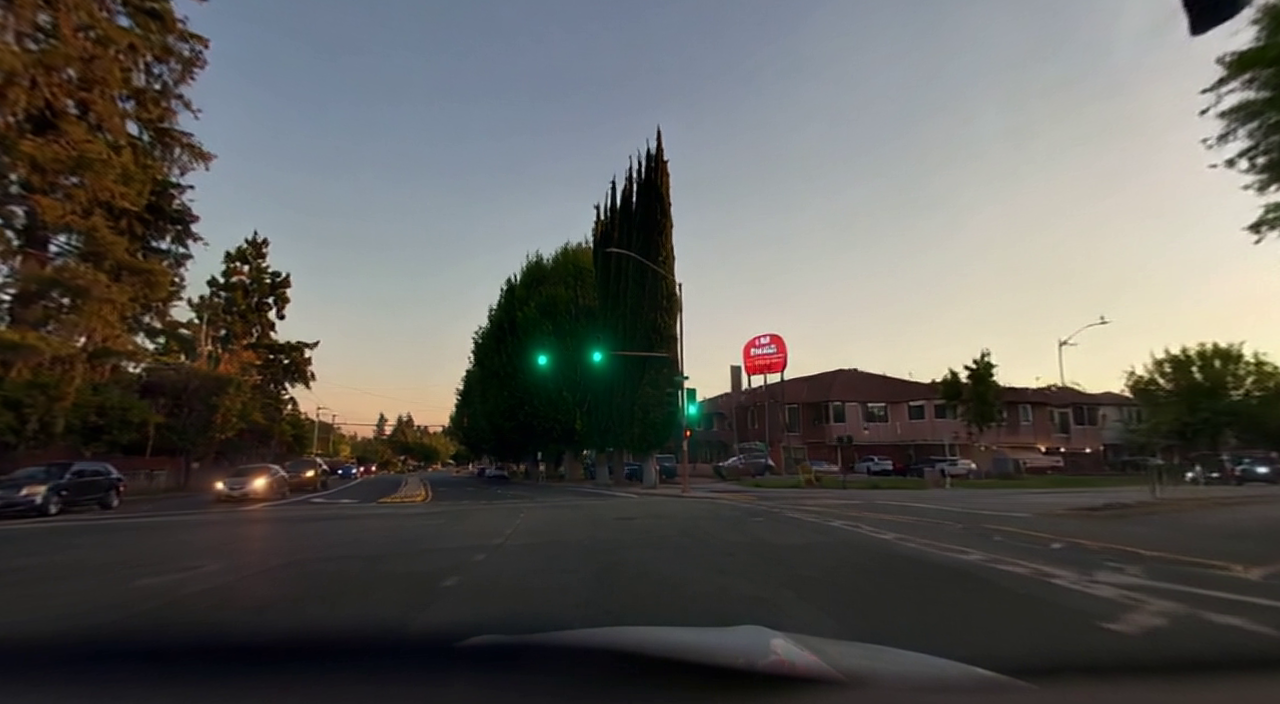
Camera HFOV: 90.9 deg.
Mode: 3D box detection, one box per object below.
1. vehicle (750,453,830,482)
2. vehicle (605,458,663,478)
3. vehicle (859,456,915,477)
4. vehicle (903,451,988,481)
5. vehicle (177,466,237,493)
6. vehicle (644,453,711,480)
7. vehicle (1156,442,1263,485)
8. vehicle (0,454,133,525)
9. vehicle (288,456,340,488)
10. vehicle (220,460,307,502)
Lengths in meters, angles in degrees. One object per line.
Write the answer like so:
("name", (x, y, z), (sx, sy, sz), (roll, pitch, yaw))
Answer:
("vehicle", (9.303, 7.123, 39.082), (4.375, 1.685, 2.045), (3, -9, -20))
("vehicle", (-0.477, 9.119, 49.603), (4.257, 1.474, 1.751), (4, -10, -27))
("vehicle", (18.735, 8.673, 47.730), (4.324, 1.437, 1.865), (6, -11, -35))
("vehicle", (18.490, 6.862, 38.144), (4.530, 1.696, 1.979), (3, -9, -22))
("vehicle", (-28.000, 8.252, 40.896), (1.842, 1.474, 4.712), (3, -9, -18))
("vehicle", (2.699, 8.120, 44.996), (4.669, 1.770, 1.896), (6, -11, -37))
("vehicle", (26.935, 5.208, 29.790), (4.781, 1.849, 2.355), (5, -10, -32))
("vehicle", (-17.717, 3.978, 18.748), (2.124, 1.793, 4.709), (2, -9, -13))
("vehicle", (-20.747, 7.618, 40.343), (2.049, 1.817, 5.292), (3, -9, -18))
("vehicle", (-15.915, 5.432, 26.929), (1.961, 1.492, 4.702), (2, -9, -16))
